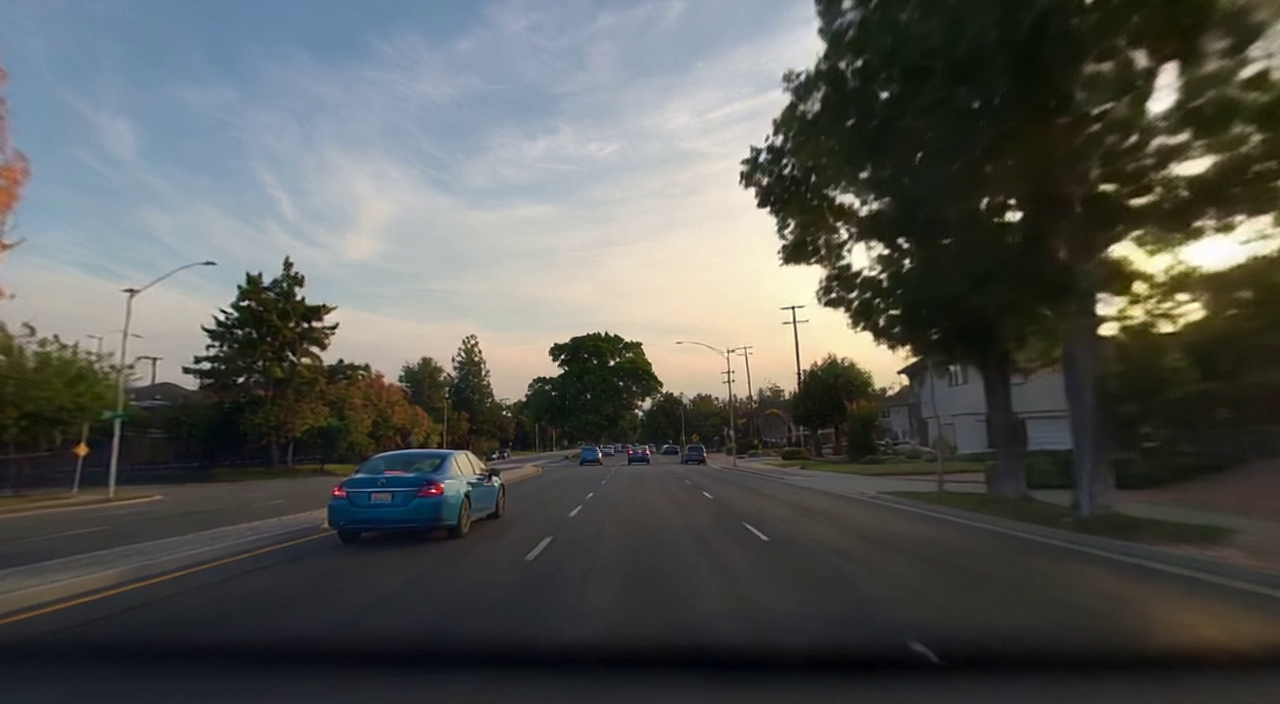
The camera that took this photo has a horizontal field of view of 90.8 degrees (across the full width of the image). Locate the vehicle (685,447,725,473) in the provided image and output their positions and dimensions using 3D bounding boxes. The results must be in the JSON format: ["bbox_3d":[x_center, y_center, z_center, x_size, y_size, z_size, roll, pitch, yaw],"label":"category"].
[{"bbox_3d":[3.781,6.378,37.482,1.830,1.451,4.009,0,-8,-2],"label":"vehicle"}]

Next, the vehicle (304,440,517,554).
[{"bbox_3d":[-3.404,2.215,10.478,1.844,1.451,4.543,0,-8,0],"label":"vehicle"}]

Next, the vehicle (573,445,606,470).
[{"bbox_3d":[-3.407,7.176,43.234,2.000,1.569,3.794,0,-8,-1],"label":"vehicle"}]

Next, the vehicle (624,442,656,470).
[{"bbox_3d":[-0.048,6.967,42.575,2.043,1.734,4.253,0,-8,-2],"label":"vehicle"}]
